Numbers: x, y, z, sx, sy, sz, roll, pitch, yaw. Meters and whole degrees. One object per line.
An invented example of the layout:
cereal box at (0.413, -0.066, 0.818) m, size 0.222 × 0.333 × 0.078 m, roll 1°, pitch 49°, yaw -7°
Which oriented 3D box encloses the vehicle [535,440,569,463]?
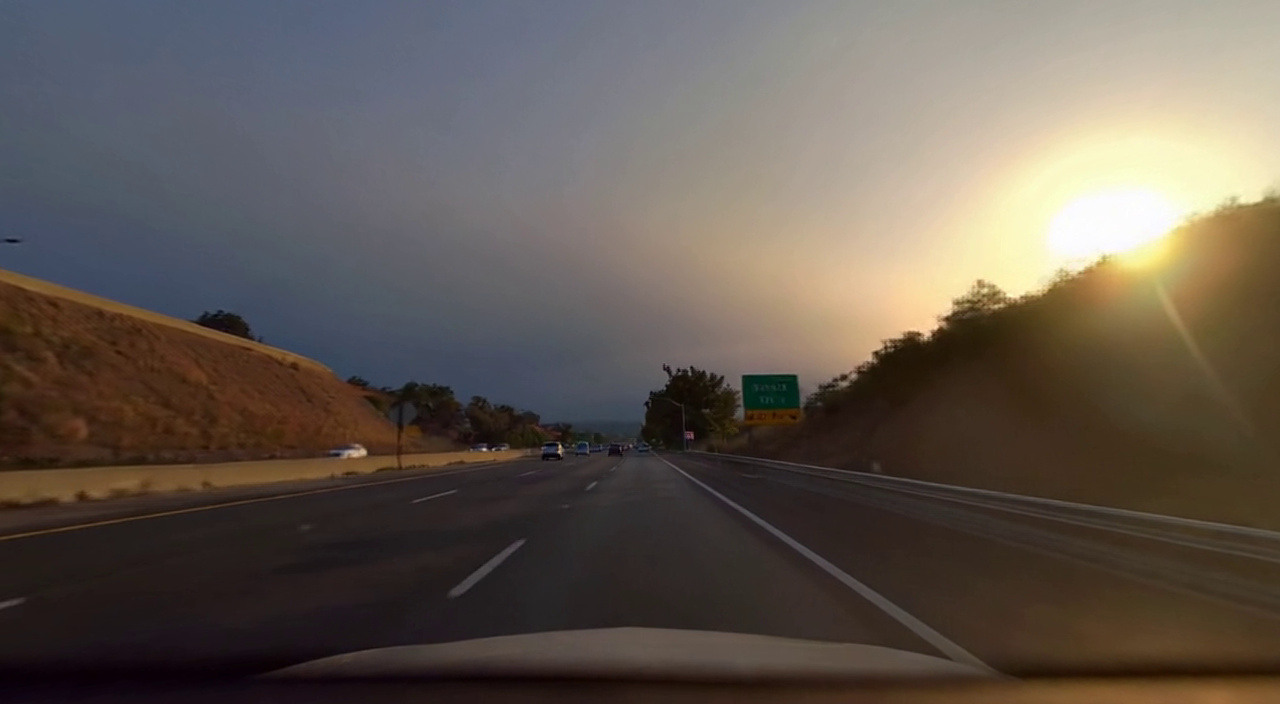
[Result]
vehicle at (-6.712, 7.666, 48.423) m, size 1.972 × 1.660 × 4.254 m, roll 0°, pitch -9°, yaw 1°
